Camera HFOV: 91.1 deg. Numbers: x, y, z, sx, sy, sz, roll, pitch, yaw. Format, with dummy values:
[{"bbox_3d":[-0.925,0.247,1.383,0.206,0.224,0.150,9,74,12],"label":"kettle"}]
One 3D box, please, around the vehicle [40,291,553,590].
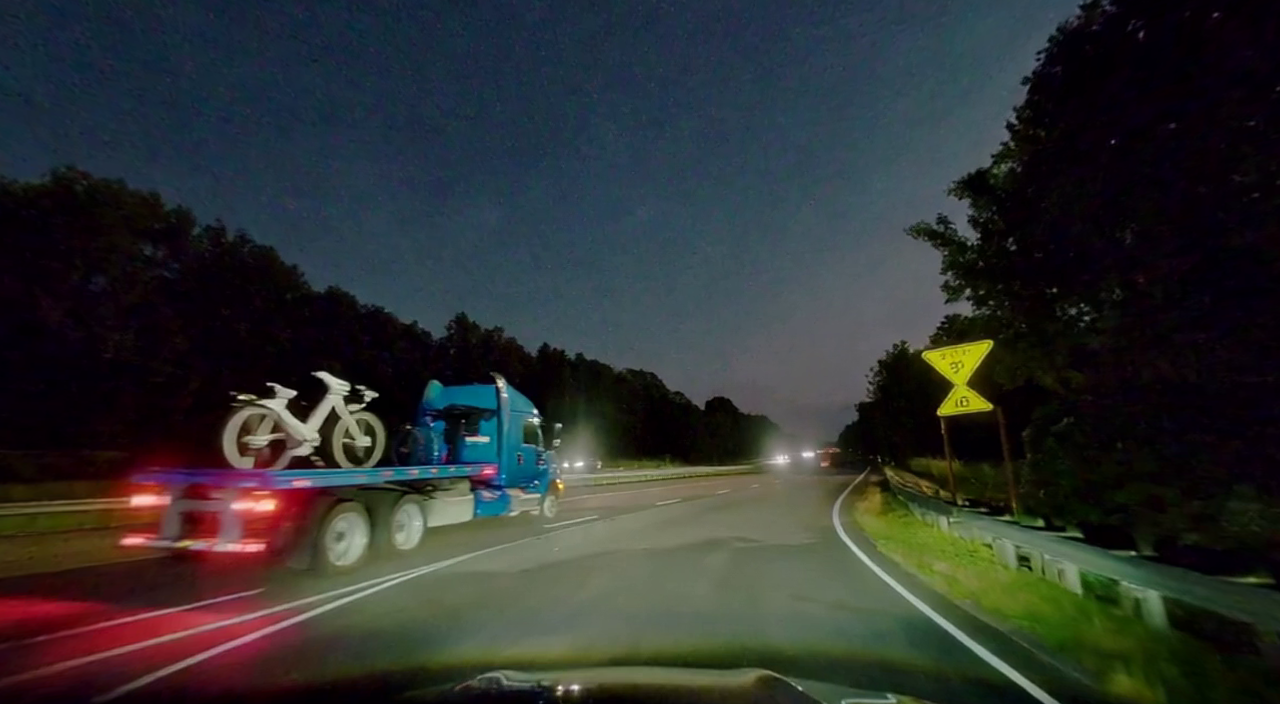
[{"bbox_3d":[-4.559,1.643,10.897,2.841,3.244,7.689,-3,-11,18],"label":"vehicle"}]
